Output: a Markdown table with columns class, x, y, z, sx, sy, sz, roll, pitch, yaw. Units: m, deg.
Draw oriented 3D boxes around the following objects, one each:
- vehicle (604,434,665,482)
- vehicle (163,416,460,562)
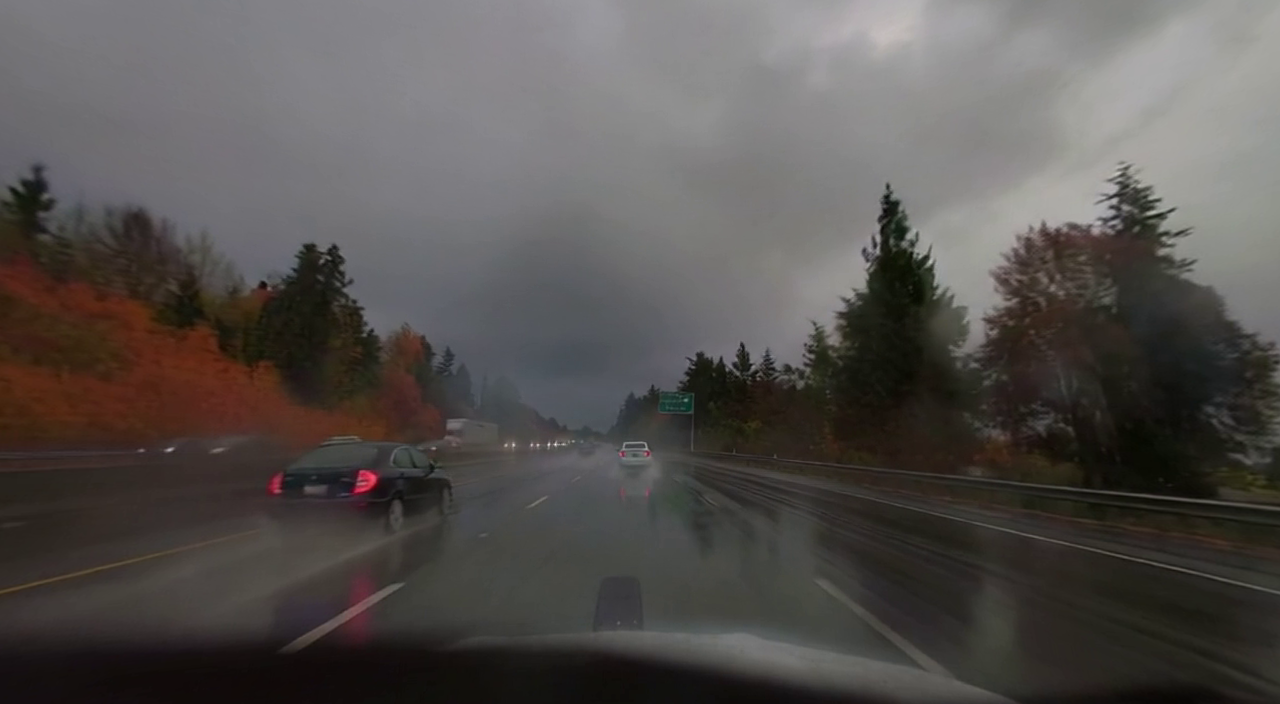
| class | x | y | z | sx | sy | sz | roll | pitch | yaw |
| --- | --- | --- | --- | --- | --- | --- | --- | --- | --- |
| vehicle | -0.223 | 4.018 | 23.965 | 2.115 | 1.661 | 4.049 | 0 | -9 | 0 |
| vehicle | -4.376 | 1.909 | 9.454 | 1.931 | 1.603 | 4.739 | 0 | -9 | -1 |
